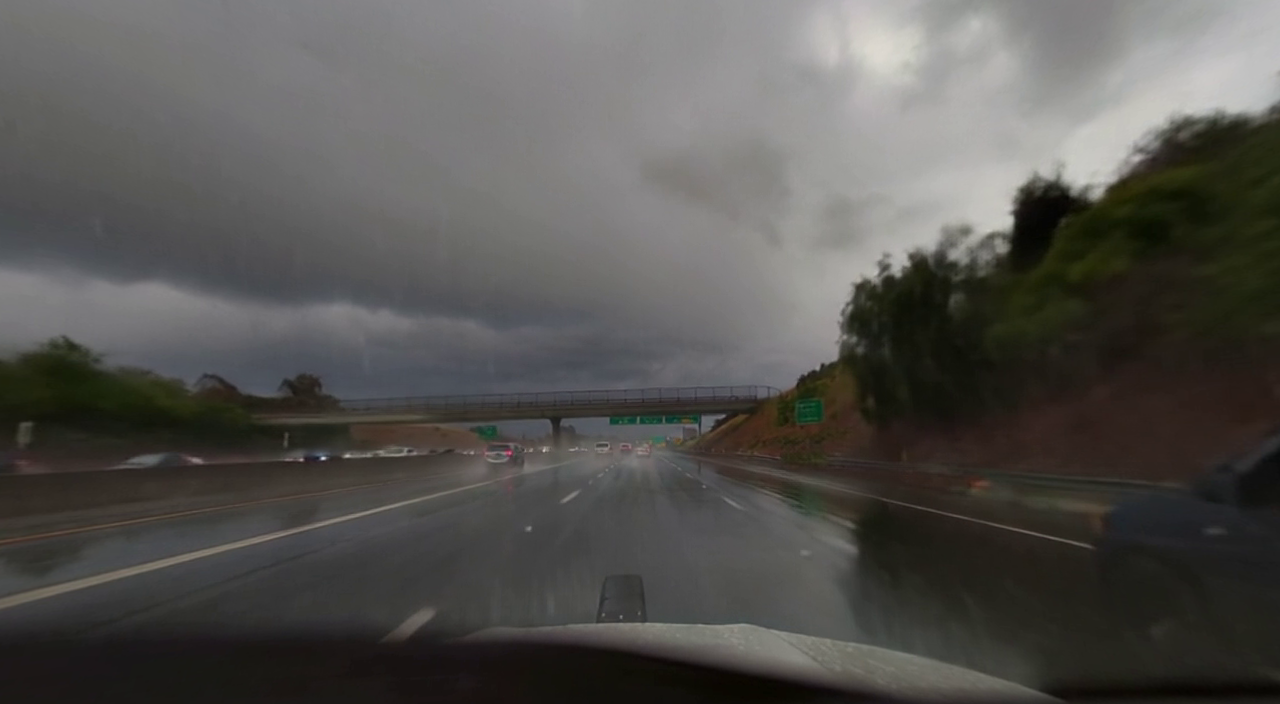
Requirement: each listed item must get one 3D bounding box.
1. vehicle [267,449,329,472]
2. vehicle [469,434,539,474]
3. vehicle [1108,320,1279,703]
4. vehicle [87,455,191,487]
[{"bbox_3d":[-26.218,8.308,48.530,1.985,1.697,4.891,0,-9,1],"label":"vehicle"},{"bbox_3d":[-7.176,5.466,33.916,2.341,1.959,5.684,0,-9,1],"label":"vehicle"},{"bbox_3d":[3.666,0.552,1.390,1.990,1.735,4.276,0,-9,1],"label":"vehicle"},{"bbox_3d":[-26.441,6.266,33.471,1.864,1.502,4.402,0,-9,0],"label":"vehicle"}]
